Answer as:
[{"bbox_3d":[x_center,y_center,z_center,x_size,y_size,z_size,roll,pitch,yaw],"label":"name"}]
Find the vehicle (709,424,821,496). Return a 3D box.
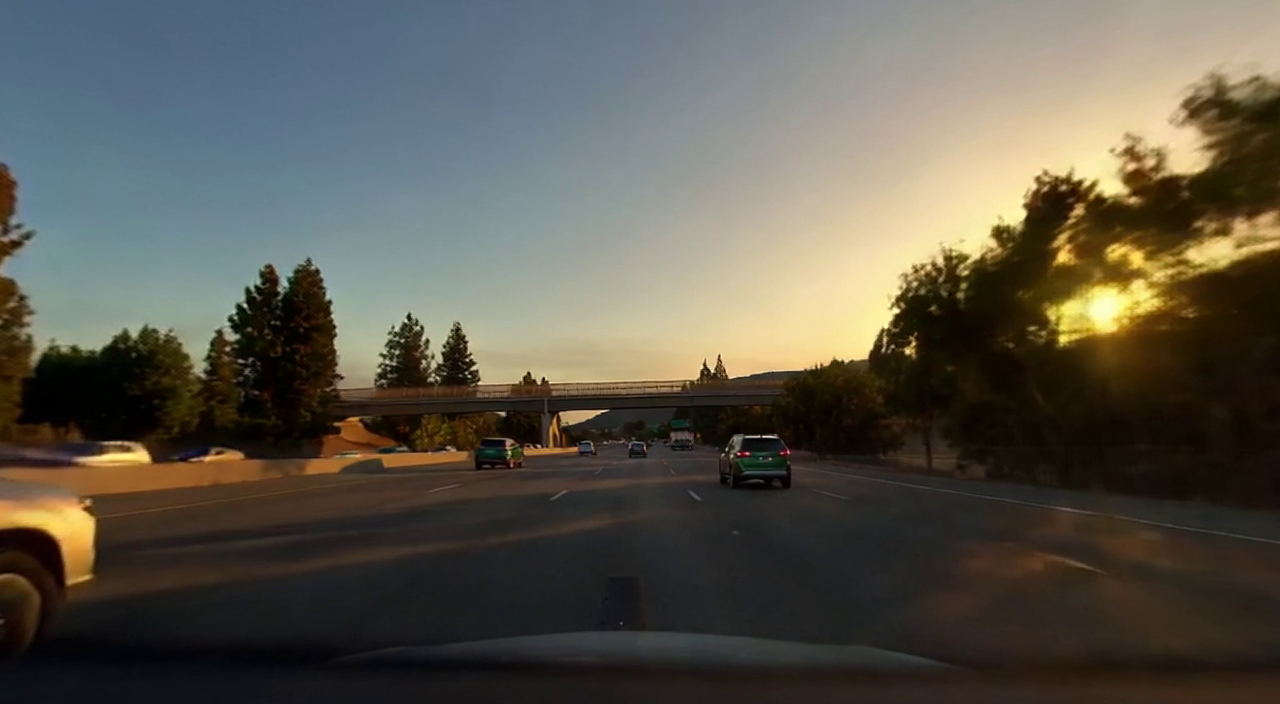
[{"bbox_3d":[3.356,3.016,17.945,2.185,1.749,4.477,0,-8,-1],"label":"vehicle"}]

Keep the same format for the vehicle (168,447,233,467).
[{"bbox_3d":[-32.915,7.865,47.410,1.845,1.413,4.179,0,-8,0],"label":"vehicle"}]

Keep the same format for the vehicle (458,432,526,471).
[{"bbox_3d":[-7.477,5.108,32.467,2.193,1.818,4.995,0,-8,1],"label":"vehicle"}]

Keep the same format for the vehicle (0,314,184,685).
[{"bbox_3d":[-4.277,0.583,2.055,2.018,1.872,4.728,0,-8,0],"label":"vehicle"}]
